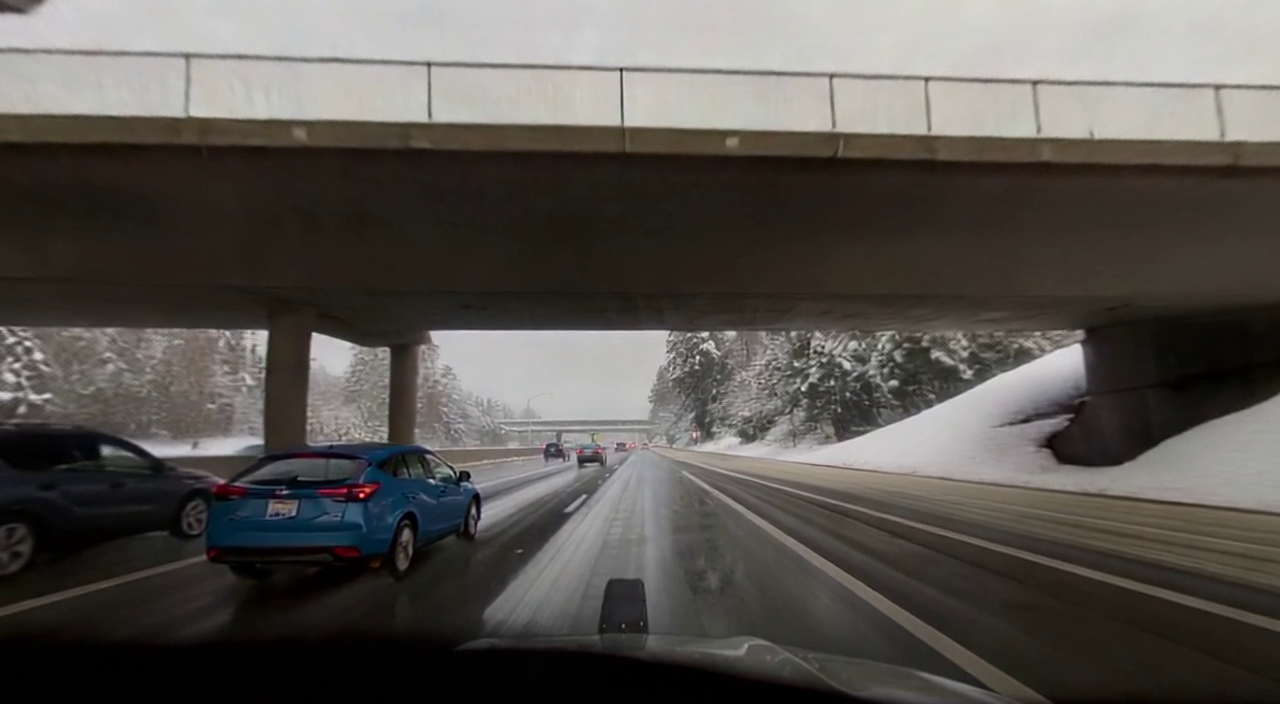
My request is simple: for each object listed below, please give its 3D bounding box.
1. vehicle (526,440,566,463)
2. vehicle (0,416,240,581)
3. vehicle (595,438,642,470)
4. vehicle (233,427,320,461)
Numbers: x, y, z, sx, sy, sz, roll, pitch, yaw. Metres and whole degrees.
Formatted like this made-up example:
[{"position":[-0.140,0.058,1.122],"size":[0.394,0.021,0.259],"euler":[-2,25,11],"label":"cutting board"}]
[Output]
[{"position":[-6.688,7.166,45.460],"size":[2.069,1.551,4.830],"euler":[0,-8,1],"label":"vehicle"},{"position":[-7.210,1.546,6.984],"size":[2.235,1.554,4.976],"euler":[0,-8,1],"label":"vehicle"},{"position":[-1.094,5.612,34.763],"size":[2.210,1.628,4.586],"euler":[-1,-8,3],"label":"vehicle"},{"position":[-19.980,5.117,34.929],"size":[2.109,1.744,4.556],"euler":[0,-8,-1],"label":"vehicle"}]
